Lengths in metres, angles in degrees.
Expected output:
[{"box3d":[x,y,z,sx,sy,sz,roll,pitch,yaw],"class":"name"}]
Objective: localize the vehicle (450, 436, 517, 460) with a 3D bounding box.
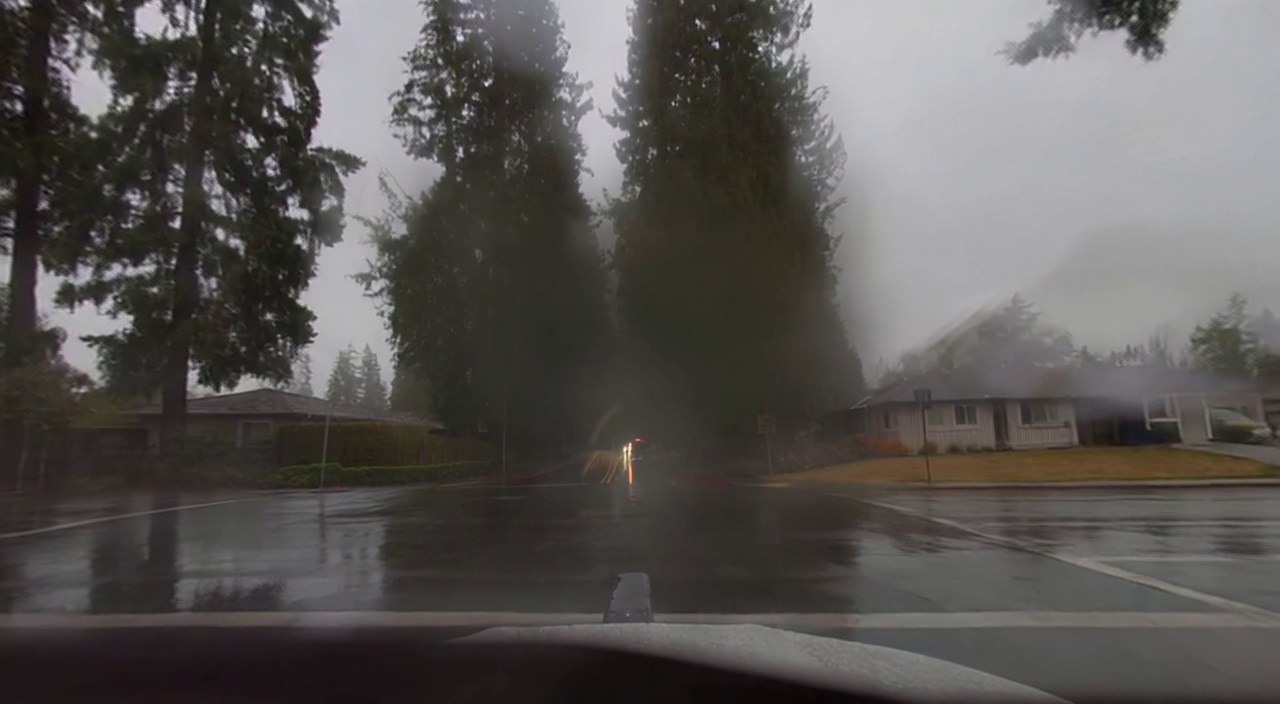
[{"box3d":[-12.075,7.463,48.856,4.622,1.782,1.836,0,-8,0],"class":"vehicle"}]
